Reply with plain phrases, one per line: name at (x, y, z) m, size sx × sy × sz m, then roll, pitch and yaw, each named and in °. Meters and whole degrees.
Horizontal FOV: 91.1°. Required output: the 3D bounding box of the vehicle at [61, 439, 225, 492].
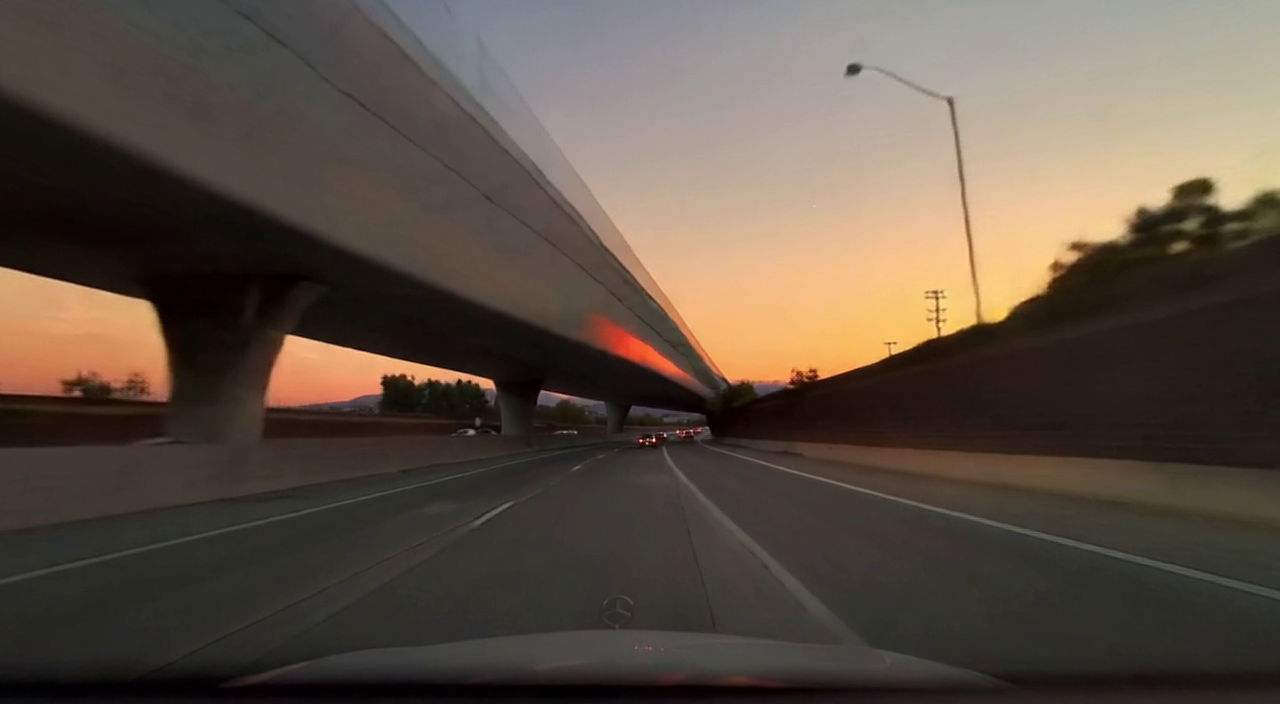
vehicle at (-15.297, 3.457, 19.701) m, size 1.833 × 1.448 × 4.087 m, roll 0°, pitch -8°, yaw -1°
